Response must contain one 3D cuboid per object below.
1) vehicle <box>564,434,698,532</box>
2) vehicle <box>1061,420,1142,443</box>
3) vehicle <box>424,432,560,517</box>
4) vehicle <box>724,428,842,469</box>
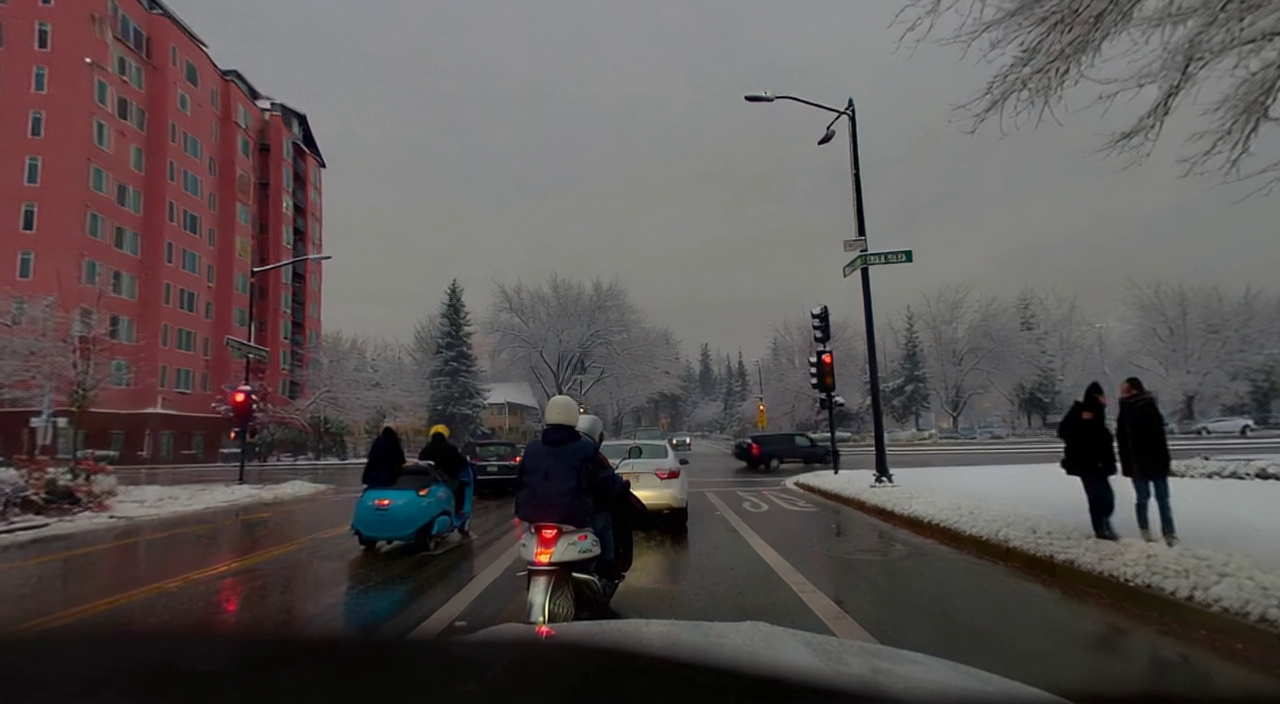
[{"bbox_3d":[-0.098,2.298,11.619,2.025,1.458,4.085,-1,-9,1],"label":"vehicle"},{"bbox_3d":[30.805,5.343,42.143,1.751,1.420,4.027,8,-12,-43],"label":"vehicle"},{"bbox_3d":[-3.142,2.696,14.341,1.935,1.615,4.073,-1,-9,2],"label":"vehicle"},{"bbox_3d":[6.746,4.585,29.906,5.226,1.840,2.016,-3,-9,15],"label":"vehicle"}]
